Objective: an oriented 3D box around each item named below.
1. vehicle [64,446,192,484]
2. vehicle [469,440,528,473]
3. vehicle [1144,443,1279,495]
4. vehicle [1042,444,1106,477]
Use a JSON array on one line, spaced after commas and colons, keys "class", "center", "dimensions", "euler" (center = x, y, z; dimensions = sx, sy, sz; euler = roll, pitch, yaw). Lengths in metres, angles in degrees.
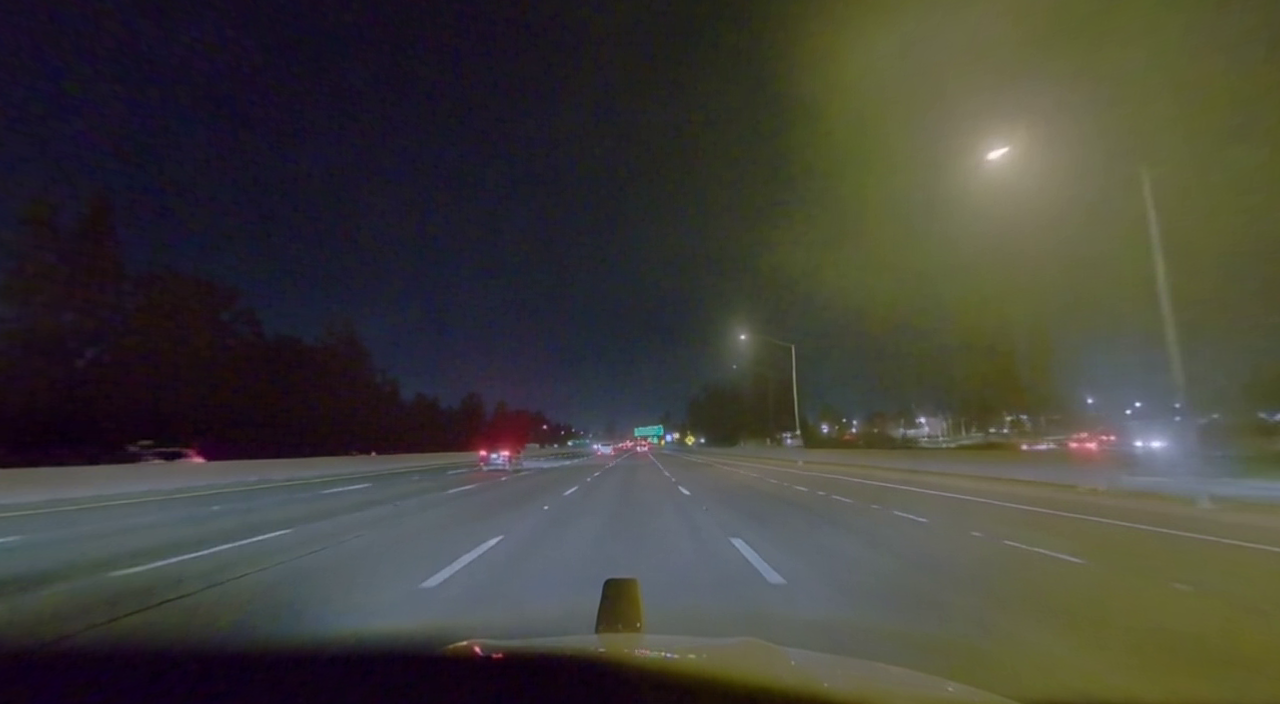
[{"class": "vehicle", "center": [-24.814, 5.456, 30.810], "dimensions": [2.097, 1.676, 4.828], "euler": [0, -9, 1]}, {"class": "vehicle", "center": [-7.093, 5.253, 31.909], "dimensions": [1.985, 1.513, 4.172], "euler": [0, -8, 0]}, {"class": "vehicle", "center": [19.936, 3.943, 21.501], "dimensions": [1.989, 1.529, 4.791], "euler": [1, -8, 8]}, {"class": "vehicle", "center": [23.932, 5.963, 34.867], "dimensions": [2.011, 1.550, 4.792], "euler": [0, -8, 24]}]
